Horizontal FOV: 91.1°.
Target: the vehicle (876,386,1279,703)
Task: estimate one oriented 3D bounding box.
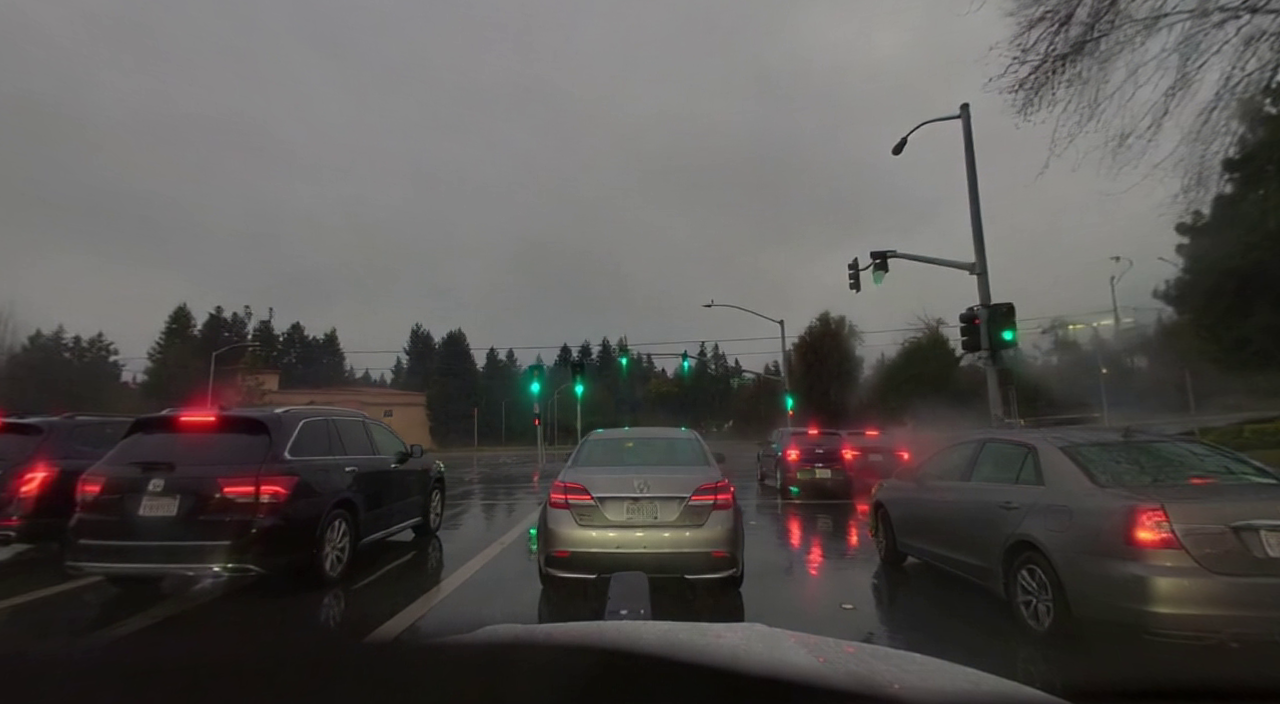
[{"bbox_3d":[3.585,1.199,4.617,2.010,1.486,4.498,0,-8,1],"label":"vehicle"}]

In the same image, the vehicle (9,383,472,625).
[{"bbox_3d":[-3.552,1.432,6.874,2.014,1.755,4.360,0,-8,3],"label":"vehicle"}]

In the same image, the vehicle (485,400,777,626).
[{"bbox_3d":[-0.043,1.401,6.311,2.047,1.579,3.642,0,-8,1],"label":"vehicle"}]
